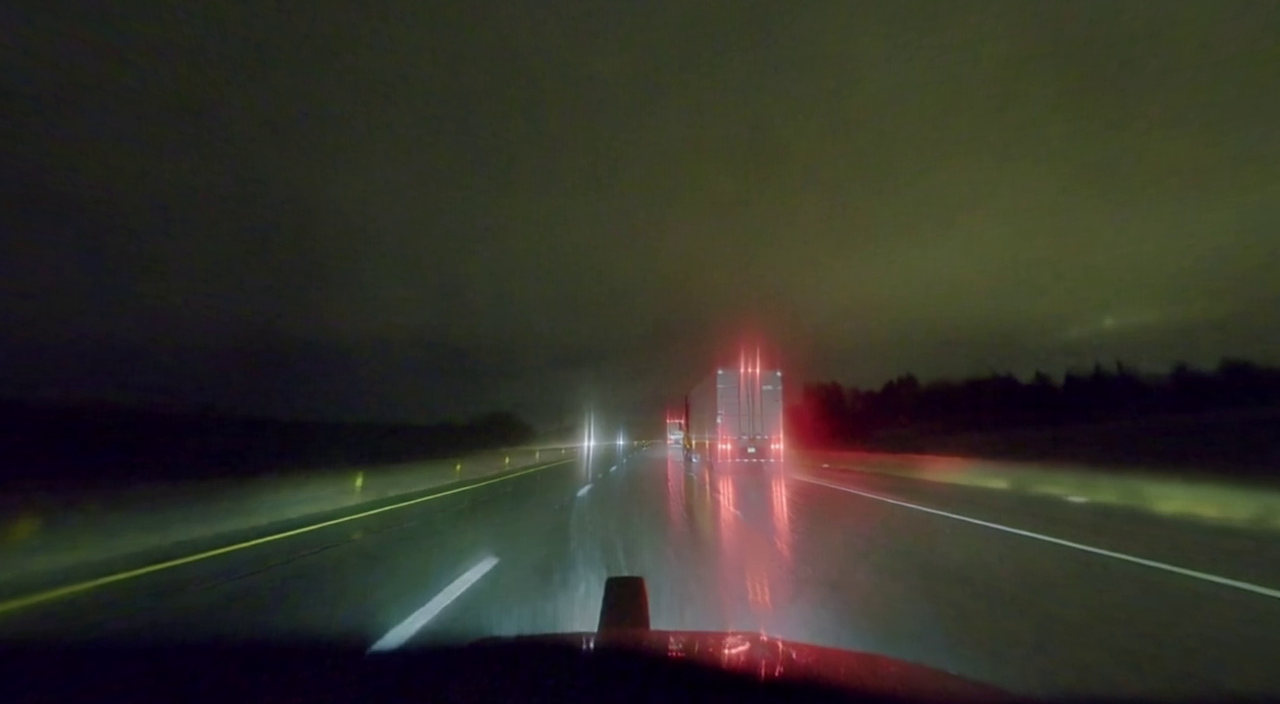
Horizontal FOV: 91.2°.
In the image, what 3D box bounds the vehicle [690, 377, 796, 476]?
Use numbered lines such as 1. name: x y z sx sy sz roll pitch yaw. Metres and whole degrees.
1. vehicle: 4.757 4.086 32.799 3.485 3.975 14.489 0 -8 2
